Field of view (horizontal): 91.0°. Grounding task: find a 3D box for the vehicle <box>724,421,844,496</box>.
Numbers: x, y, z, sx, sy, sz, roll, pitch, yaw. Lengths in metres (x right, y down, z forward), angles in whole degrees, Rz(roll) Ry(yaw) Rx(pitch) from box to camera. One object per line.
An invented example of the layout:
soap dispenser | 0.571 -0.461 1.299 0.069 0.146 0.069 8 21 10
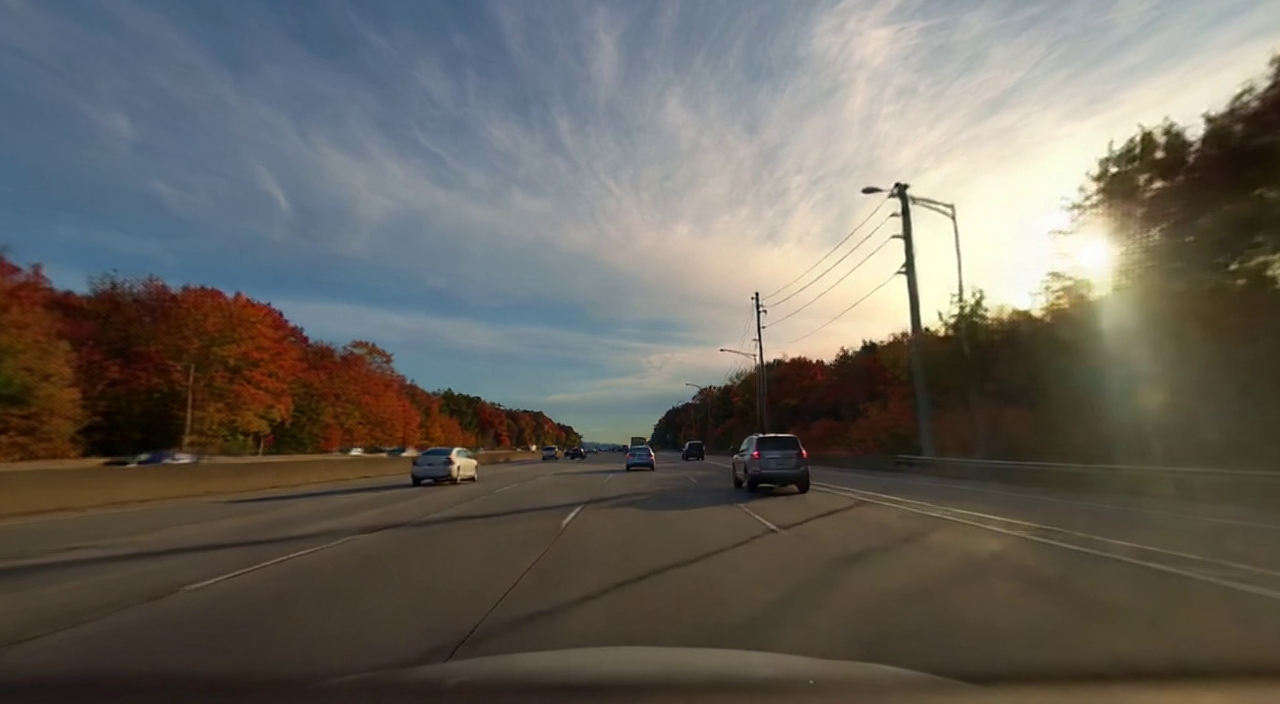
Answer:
vehicle | 4.239 3.285 19.763 2.388 1.998 5.749 0 -9 0

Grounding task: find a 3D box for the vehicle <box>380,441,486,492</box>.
vehicle | -6.884 3.835 21.523 2.014 1.526 4.577 0 -9 1

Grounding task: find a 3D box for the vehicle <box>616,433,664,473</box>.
vehicle | 0.032 5.402 33.745 2.372 1.957 5.121 0 -9 1

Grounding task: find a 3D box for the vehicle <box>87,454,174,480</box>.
vehicle | -33.284 7.484 41.295 1.831 1.534 4.613 0 -9 0
